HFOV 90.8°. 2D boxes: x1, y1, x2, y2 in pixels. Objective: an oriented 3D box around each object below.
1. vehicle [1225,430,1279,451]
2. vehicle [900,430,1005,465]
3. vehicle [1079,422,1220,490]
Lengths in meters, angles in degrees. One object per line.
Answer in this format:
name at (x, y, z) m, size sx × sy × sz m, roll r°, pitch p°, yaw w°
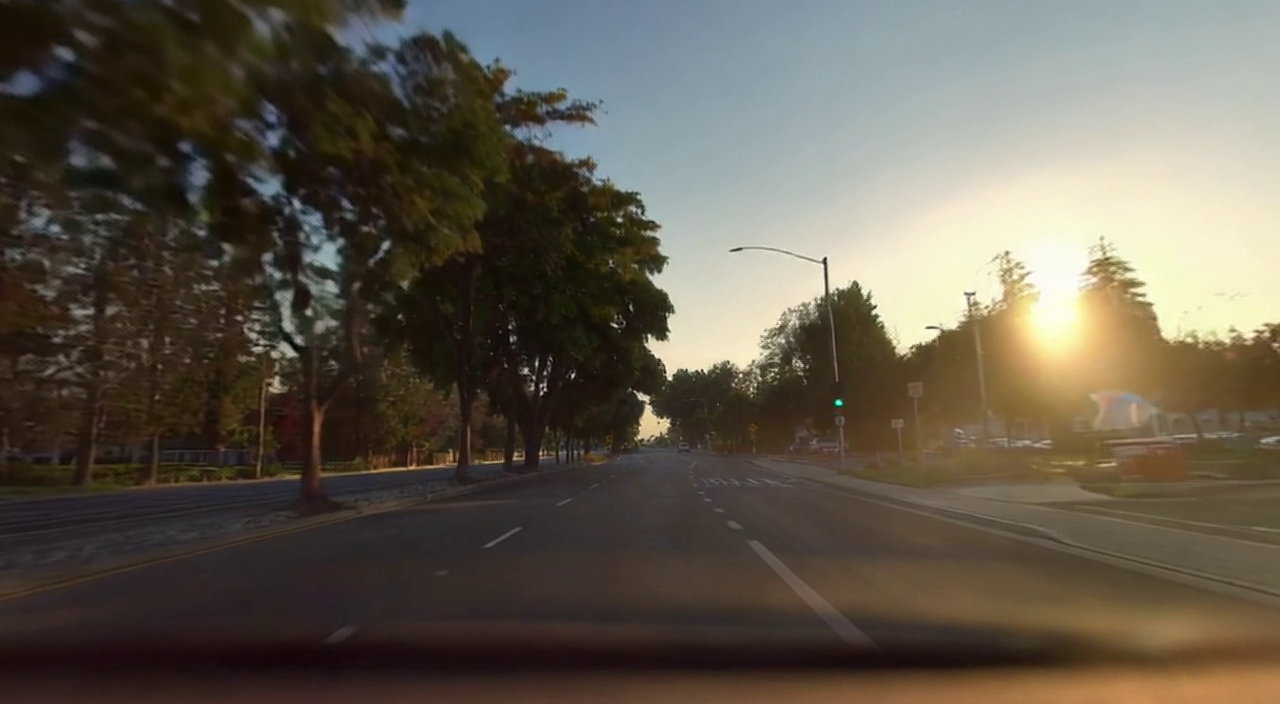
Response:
vehicle at (44.943, 6.256, 44.759) m, size 1.862 × 1.435 × 4.862 m, roll 1°, pitch -9°, yaw -11°
vehicle at (17.009, 5.221, 34.521) m, size 4.543 × 1.838 × 2.127 m, roll 0°, pitch -9°, yaw -5°
vehicle at (13.474, 2.775, 16.594) m, size 4.744 × 1.475 × 2.008 m, roll 9°, pitch -16°, yaw -42°
